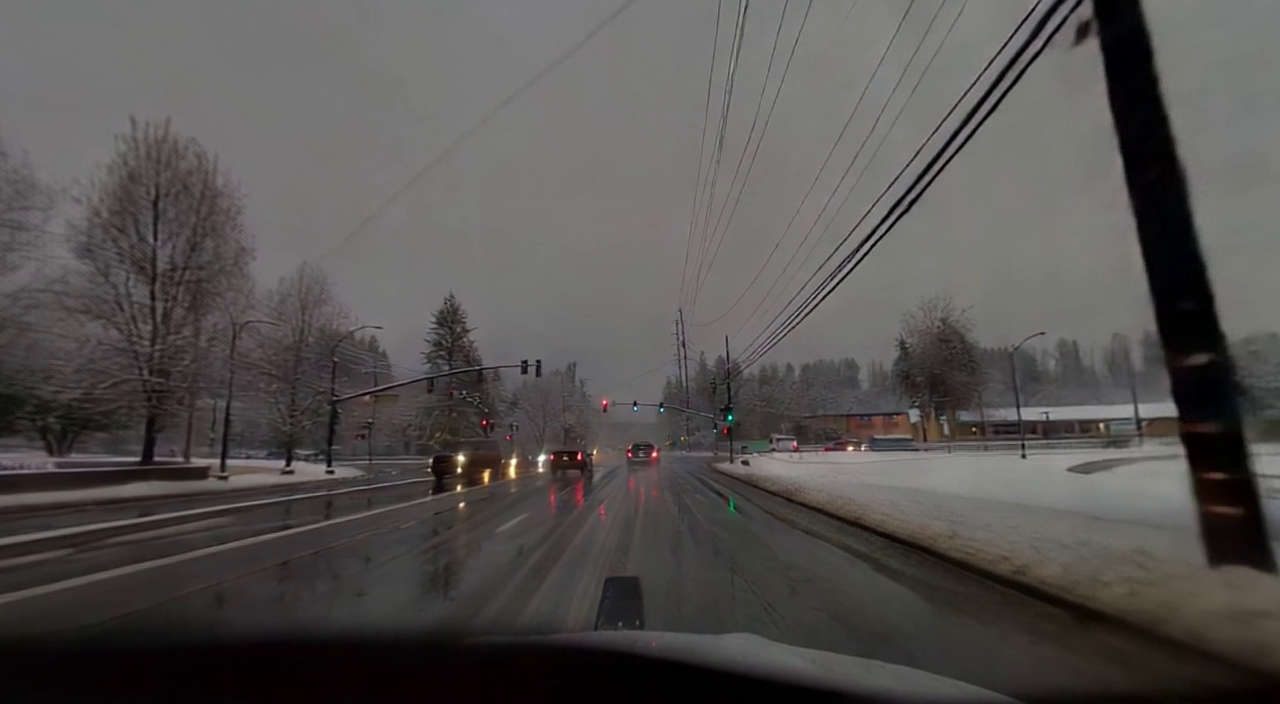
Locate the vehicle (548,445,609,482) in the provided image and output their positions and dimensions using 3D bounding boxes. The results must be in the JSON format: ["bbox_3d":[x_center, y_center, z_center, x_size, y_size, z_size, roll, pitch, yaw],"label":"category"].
[{"bbox_3d":[-2.624,4.889,27.994,2.064,1.464,4.373,-1,-8,3],"label":"vehicle"}]

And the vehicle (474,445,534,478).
[{"bbox_3d":[-6.945,5.625,32.773,1.912,1.573,4.299,-1,-8,4],"label":"vehicle"}]

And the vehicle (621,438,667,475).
[{"bbox_3d":[0.277,5.687,34.652,2.276,1.850,3.897,-1,-8,4],"label":"vehicle"}]

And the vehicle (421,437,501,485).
[{"bbox_3d":[-7.052,4.308,25.293,1.860,1.754,4.089,0,-8,2],"label":"vehicle"}]
